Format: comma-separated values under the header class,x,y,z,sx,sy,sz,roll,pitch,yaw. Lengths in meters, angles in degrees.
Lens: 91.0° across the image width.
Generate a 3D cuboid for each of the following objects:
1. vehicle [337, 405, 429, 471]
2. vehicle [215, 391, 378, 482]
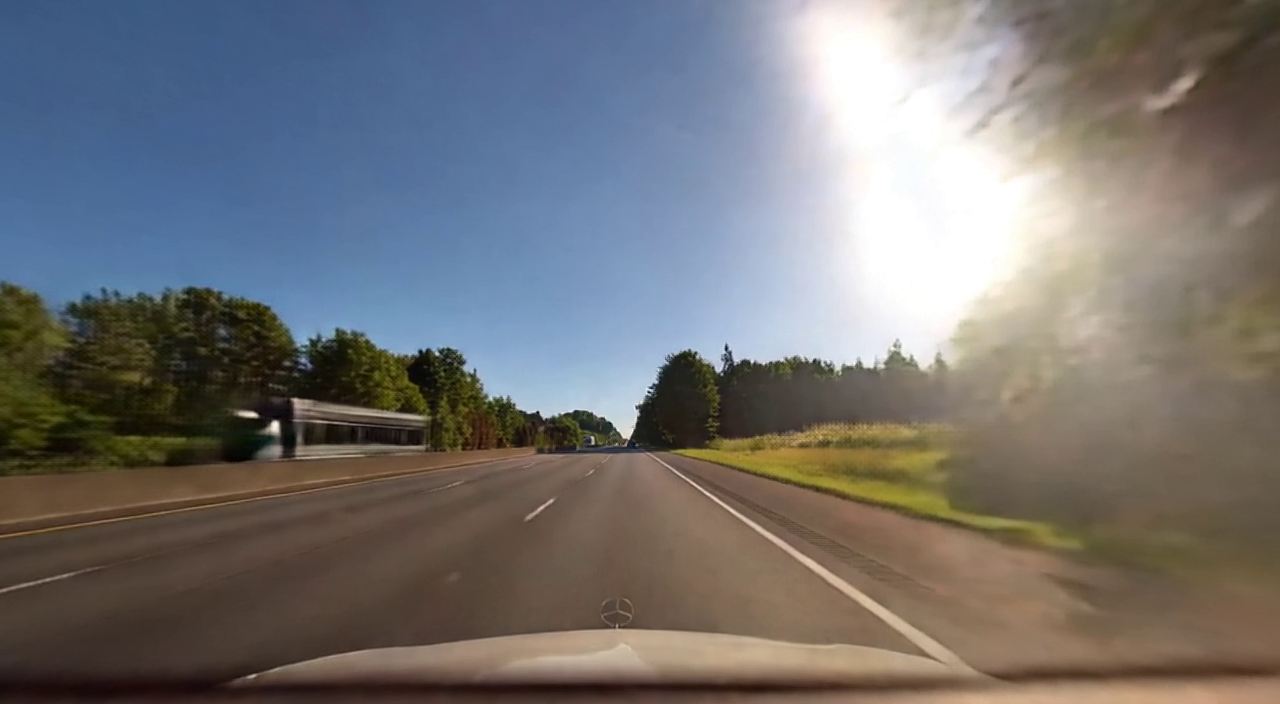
class,x,y,z,sx,sy,sz,roll,pitch,yaw
vehicle,-17.461,5.955,43.504,3.011,4.097,8.046,0,-8,-1
vehicle,-17.308,4.459,32.933,2.916,3.960,9.964,0,-8,0
